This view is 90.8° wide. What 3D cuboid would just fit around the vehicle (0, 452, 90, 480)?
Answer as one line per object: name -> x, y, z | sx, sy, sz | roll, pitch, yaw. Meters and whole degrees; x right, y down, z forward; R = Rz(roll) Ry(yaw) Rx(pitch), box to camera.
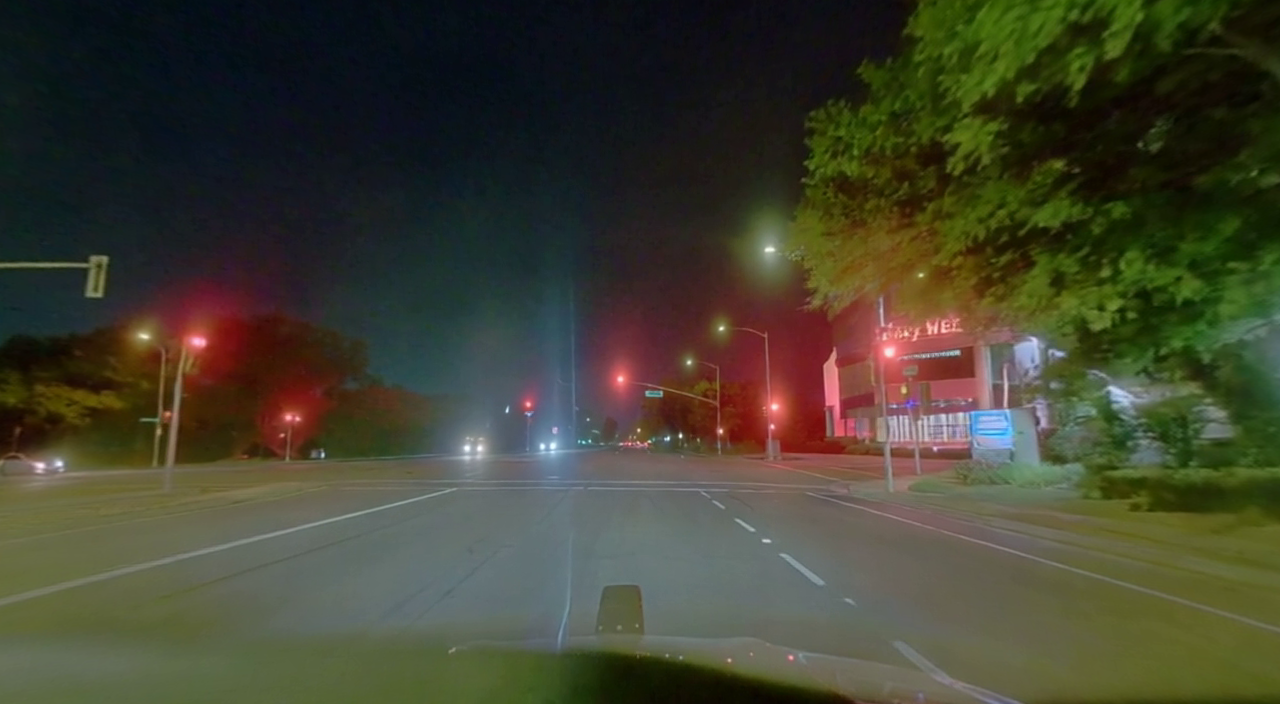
vehicle -> -34.333, 6.435, 35.781 | 4.500, 1.465, 1.936 | 0, -9, 1
